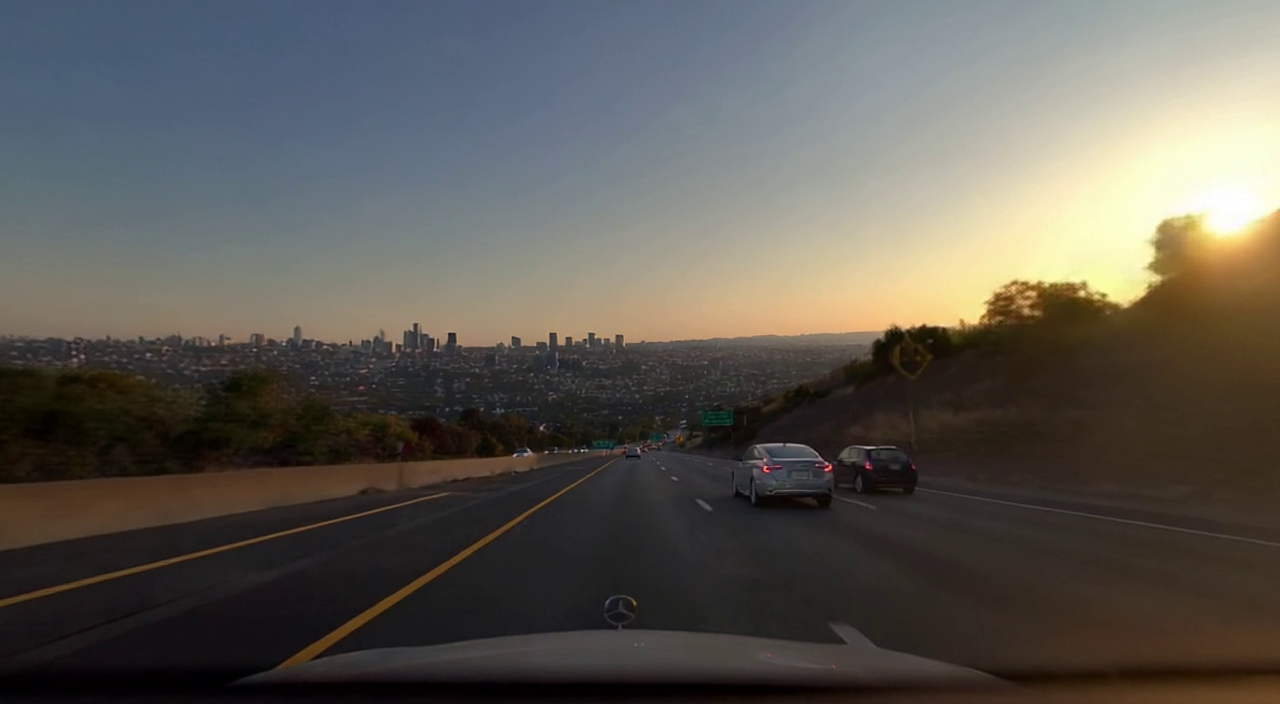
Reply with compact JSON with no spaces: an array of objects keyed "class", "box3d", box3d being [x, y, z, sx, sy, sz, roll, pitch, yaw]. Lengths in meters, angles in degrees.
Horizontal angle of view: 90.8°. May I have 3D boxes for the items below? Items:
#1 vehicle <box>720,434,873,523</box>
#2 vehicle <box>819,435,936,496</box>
[{"class":"vehicle","box3d":[3.041,2.570,13.444,1.982,1.533,4.612,0,-8,-1]},{"class":"vehicle","box3d":[6.841,3.295,18.685,1.856,1.592,3.920,0,-8,-1]}]
